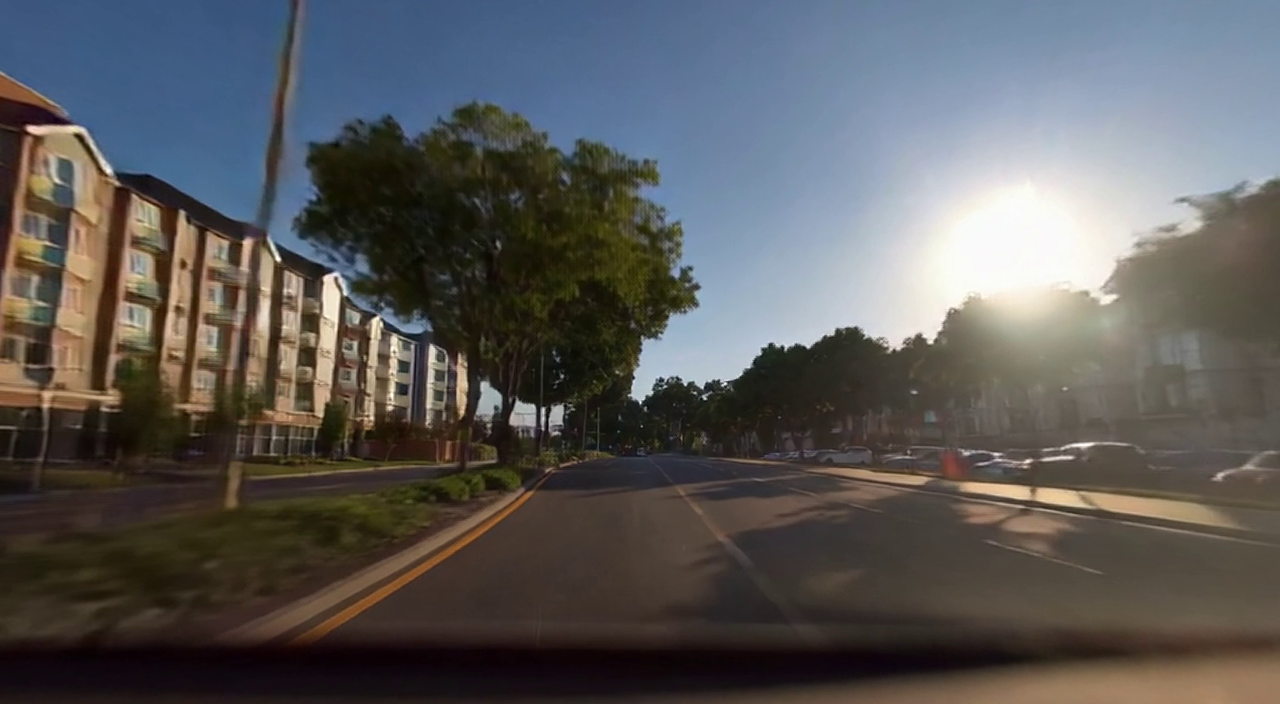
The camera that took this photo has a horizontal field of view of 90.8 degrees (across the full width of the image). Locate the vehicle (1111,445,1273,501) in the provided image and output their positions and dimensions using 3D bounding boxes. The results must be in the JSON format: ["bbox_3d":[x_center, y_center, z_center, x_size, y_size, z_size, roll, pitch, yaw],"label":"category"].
[{"bbox_3d":[16.439,3.525,18.818,4.244,1.461,2.105,4,-10,-28],"label":"vehicle"}]
